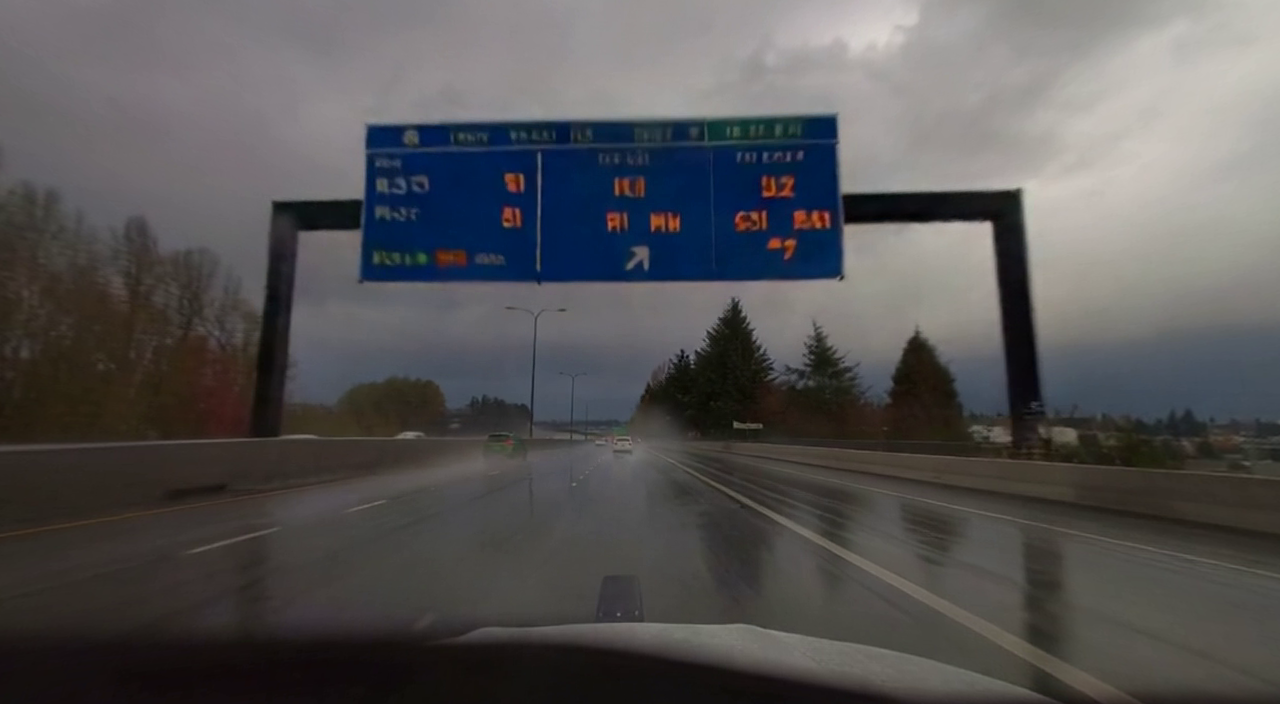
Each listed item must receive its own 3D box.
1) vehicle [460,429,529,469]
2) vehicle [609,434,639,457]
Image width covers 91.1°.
[{"bbox_3d":[-6.588,4.430,28.990,2.111,1.689,4.505,0,-8,0],"label":"vehicle"},{"bbox_3d":[-1.089,6.527,44.085,2.010,1.534,4.013,0,-8,-1],"label":"vehicle"}]
